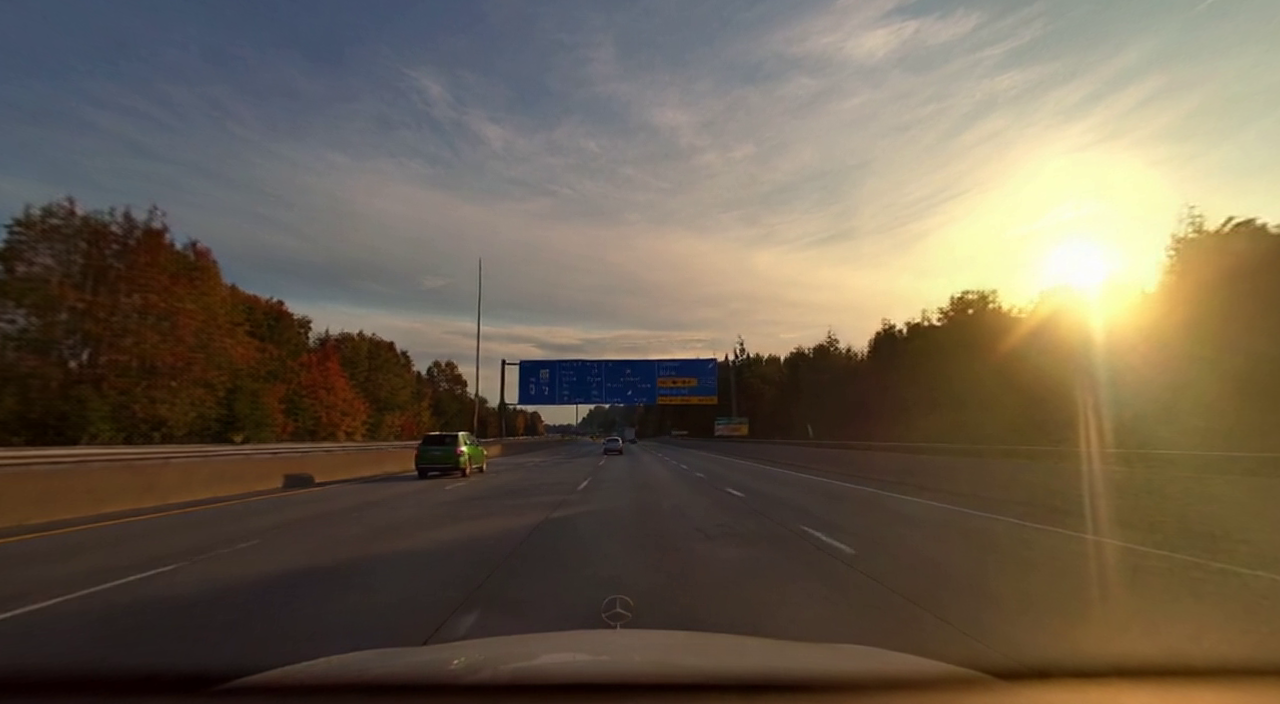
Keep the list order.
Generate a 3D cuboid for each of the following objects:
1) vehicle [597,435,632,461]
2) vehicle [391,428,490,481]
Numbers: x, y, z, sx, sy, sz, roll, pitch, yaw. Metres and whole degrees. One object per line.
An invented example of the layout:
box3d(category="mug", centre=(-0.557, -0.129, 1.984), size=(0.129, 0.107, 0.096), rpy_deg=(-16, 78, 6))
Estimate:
box3d(category="vehicle", centre=(-1.538, 5.999, 39.441), size=(2.010, 1.534, 4.013), rpy_deg=(0, -8, 0))
box3d(category="vehicle", centre=(-6.994, 3.613, 22.613), size=(2.111, 1.689, 4.505), rpy_deg=(0, -8, 0))
